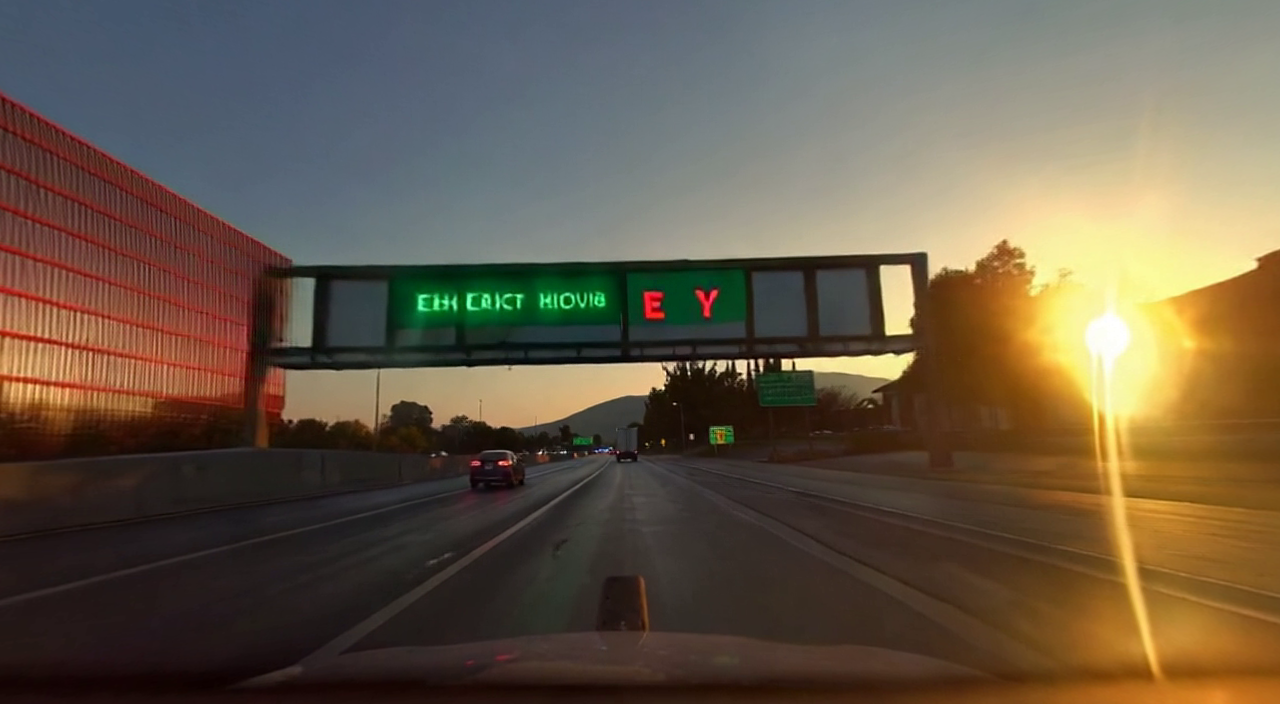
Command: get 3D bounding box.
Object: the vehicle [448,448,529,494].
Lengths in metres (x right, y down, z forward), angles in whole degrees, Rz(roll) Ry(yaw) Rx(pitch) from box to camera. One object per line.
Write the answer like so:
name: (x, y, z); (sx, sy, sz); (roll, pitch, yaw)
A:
vehicle: (-5.494, 4.326, 23.388); (1.943, 1.510, 4.201); (0, -9, 0)
